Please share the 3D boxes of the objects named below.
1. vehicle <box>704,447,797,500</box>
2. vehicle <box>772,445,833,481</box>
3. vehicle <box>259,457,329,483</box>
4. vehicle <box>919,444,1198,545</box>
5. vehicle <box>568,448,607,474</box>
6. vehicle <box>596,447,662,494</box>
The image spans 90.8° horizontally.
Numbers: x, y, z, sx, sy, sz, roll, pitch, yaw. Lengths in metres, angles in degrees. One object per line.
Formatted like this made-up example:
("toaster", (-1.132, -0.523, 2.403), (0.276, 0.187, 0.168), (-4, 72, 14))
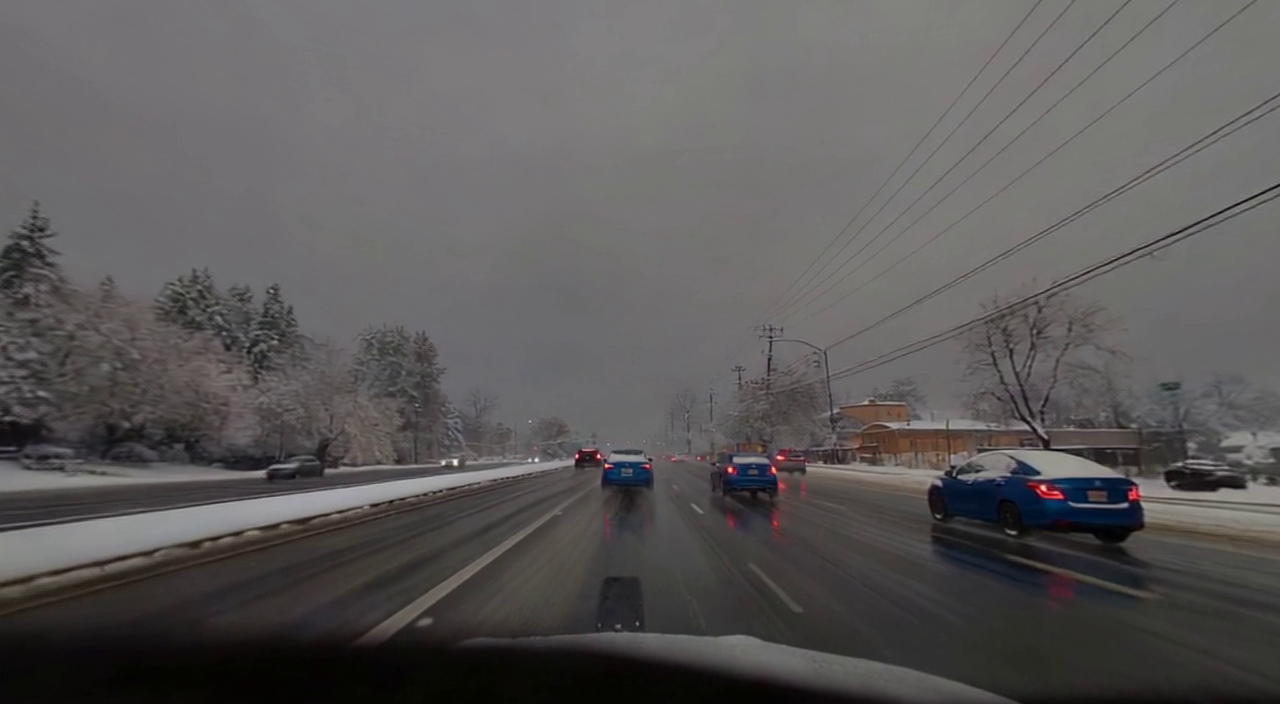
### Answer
("vehicle", (3.374, 3.793, 20.275), (2.053, 1.490, 4.464), (0, -8, -2))
("vehicle", (8.167, 5.592, 32.155), (1.998, 1.724, 4.260), (0, -8, 1))
("vehicle", (-22.177, 7.556, 40.728), (1.832, 1.455, 4.596), (0, -8, 1))
("vehicle", (7.064, 2.401, 11.424), (2.004, 1.455, 4.417), (0, -8, 0))
("vehicle", (-3.429, 7.179, 41.927), (2.073, 1.606, 4.364), (0, -8, 2))
("vehicle", (-0.345, 4.054, 22.016), (2.065, 1.464, 4.216), (0, -8, 0))
